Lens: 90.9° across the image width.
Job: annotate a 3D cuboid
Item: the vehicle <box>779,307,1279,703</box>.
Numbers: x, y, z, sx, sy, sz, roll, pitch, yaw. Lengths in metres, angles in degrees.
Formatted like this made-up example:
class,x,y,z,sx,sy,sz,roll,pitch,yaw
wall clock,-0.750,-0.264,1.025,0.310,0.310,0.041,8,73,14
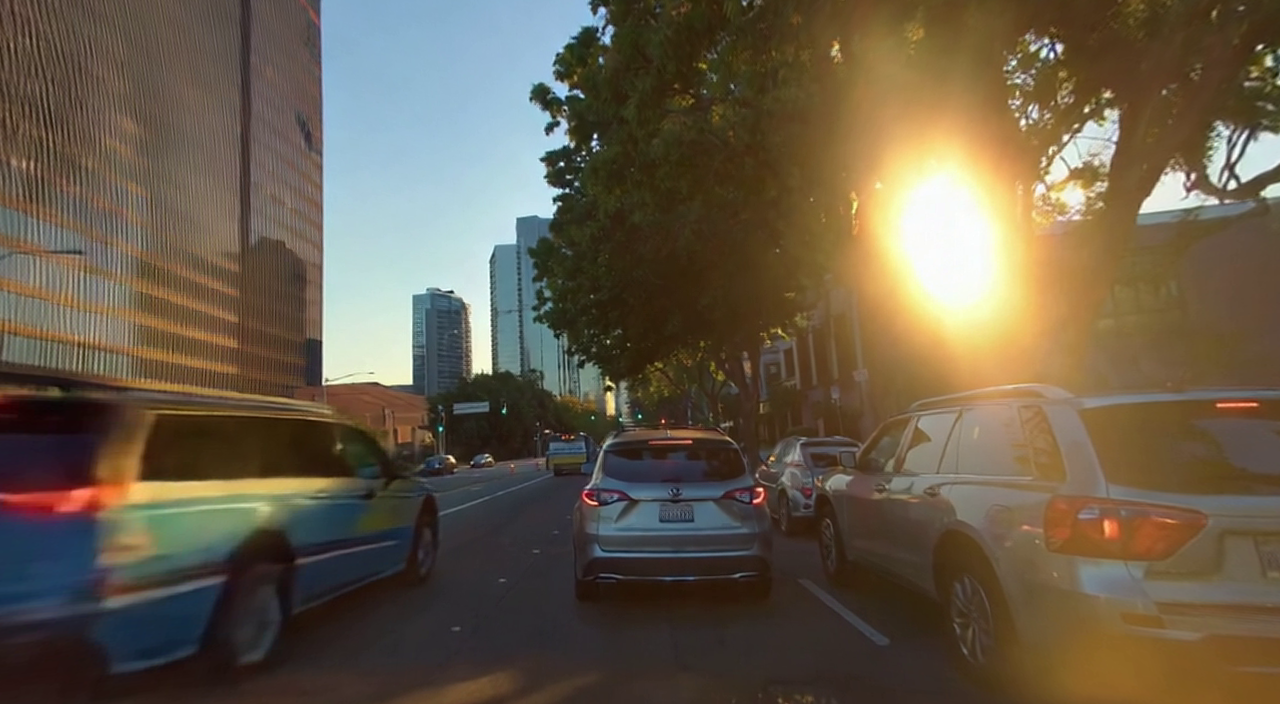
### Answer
class,x,y,z,sx,sy,sz,roll,pitch,yaw
vehicle,2.739,1.090,4.909,2.117,1.855,4.794,0,-9,-1

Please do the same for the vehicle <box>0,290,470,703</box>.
class,x,y,z,sx,sy,sz,roll,pitch,yaw
vehicle,-3.203,1.111,4.494,2.375,1.847,5.606,0,-9,0

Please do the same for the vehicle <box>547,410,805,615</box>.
class,x,y,z,sx,sy,sz,roll,pitch,yaw
vehicle,0.229,1.548,6.878,2.045,1.608,3.573,0,-9,-2
